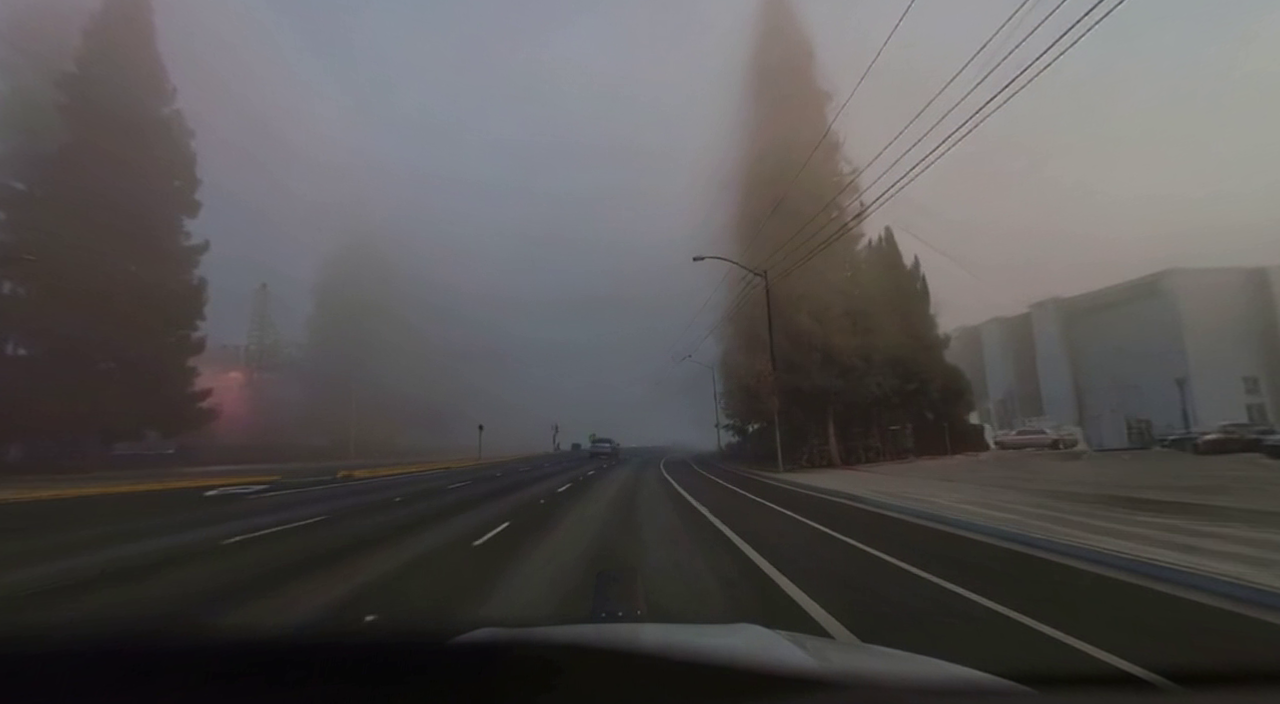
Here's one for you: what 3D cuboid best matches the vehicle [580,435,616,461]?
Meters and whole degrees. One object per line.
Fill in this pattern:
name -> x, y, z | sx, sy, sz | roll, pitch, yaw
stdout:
vehicle -> -2.848, 6.639, 43.696 | 2.121, 1.654, 3.993 | 0, -8, 2
